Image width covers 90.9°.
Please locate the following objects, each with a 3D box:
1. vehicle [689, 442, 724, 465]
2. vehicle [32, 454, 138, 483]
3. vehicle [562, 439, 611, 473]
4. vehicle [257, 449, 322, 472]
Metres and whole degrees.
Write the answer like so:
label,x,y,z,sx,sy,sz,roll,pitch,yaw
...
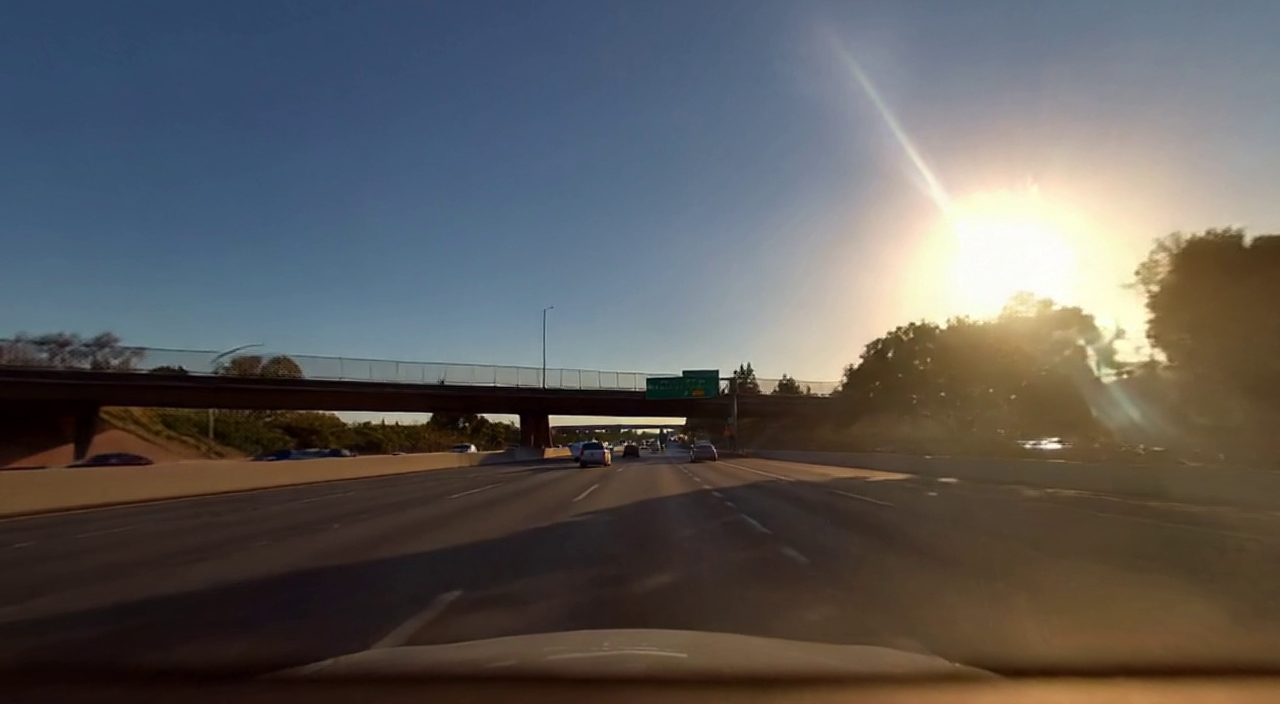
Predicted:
label,x,y,z,sx,sy,sz,roll,pitch,yaw
vehicle,5.118,7.860,49.172,2.229,1.704,4.392,0,-8,0
vehicle,-31.751,6.662,36.284,1.809,1.444,4.631,0,-8,1
vehicle,-2.923,5.808,35.488,2.196,1.733,4.355,0,-8,2
vehicle,-23.709,7.308,42.772,1.916,1.452,4.068,-1,-8,3
